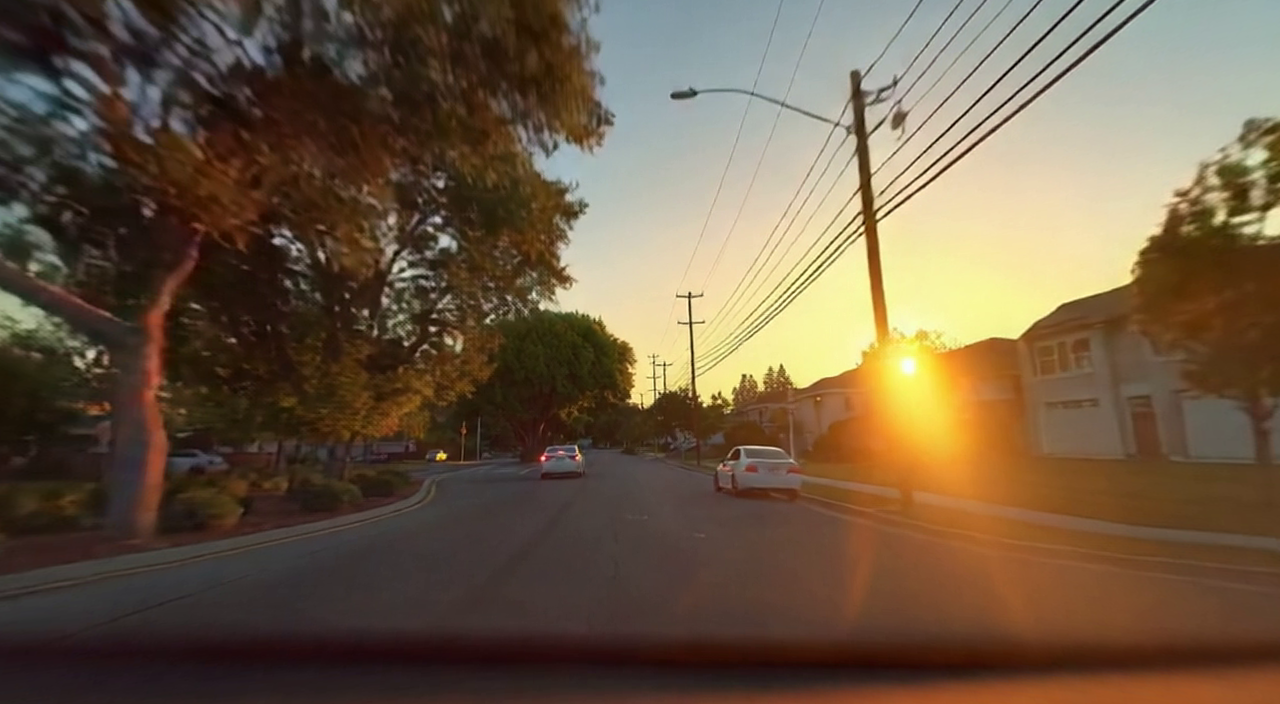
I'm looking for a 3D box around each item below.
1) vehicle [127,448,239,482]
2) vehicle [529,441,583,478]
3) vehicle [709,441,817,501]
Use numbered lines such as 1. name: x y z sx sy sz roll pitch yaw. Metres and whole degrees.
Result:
1. vehicle: -26.028 6.430 36.155 4.661 1.800 2.045 2 -9 -12
2. vehicle: -3.674 4.805 28.540 2.041 1.471 4.602 0 -8 -3
3. vehicle: 3.284 3.270 17.867 2.074 1.450 4.621 0 -8 -1
